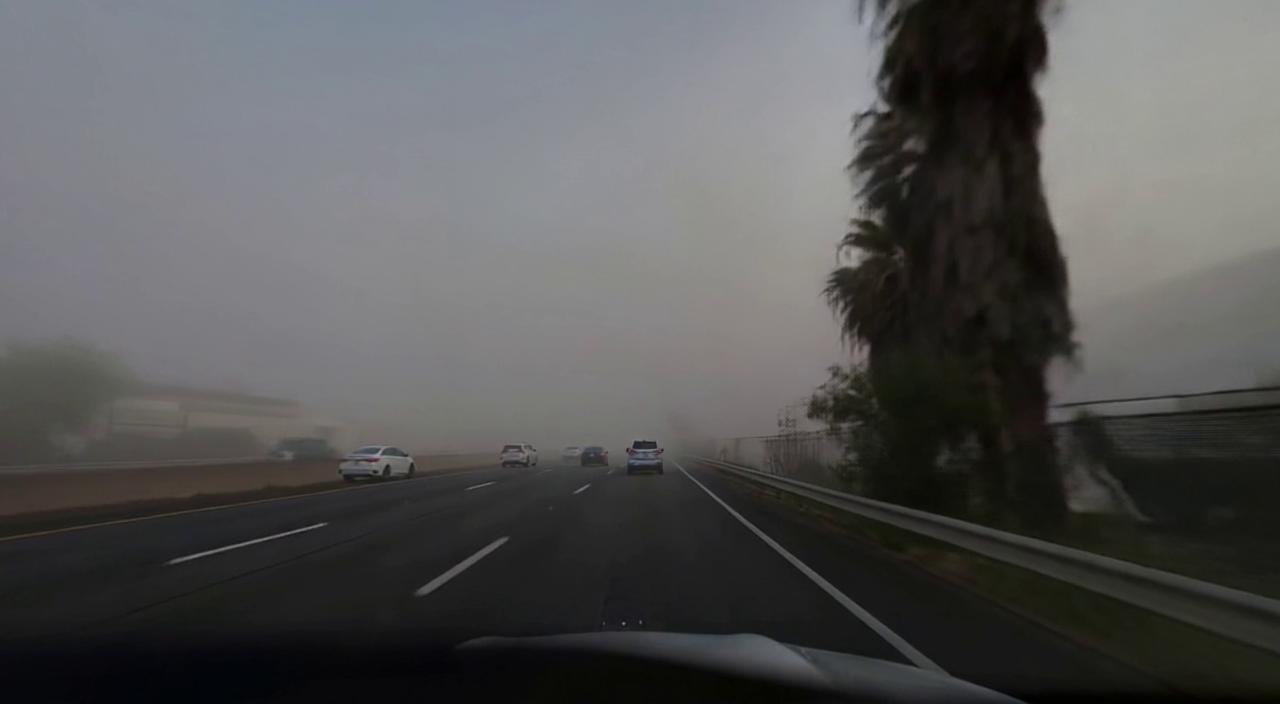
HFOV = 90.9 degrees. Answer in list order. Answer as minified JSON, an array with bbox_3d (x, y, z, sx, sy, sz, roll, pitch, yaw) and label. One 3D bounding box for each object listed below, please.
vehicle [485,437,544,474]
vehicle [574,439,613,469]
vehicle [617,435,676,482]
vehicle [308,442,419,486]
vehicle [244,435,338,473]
[{"bbox_3d":[-6.616,5.507,33.823,2.105,1.790,4.689,0,-8,2],"label":"vehicle"},{"bbox_3d":[-3.016,6.770,42.080,2.108,1.832,4.549,0,-8,2],"label":"vehicle"},{"bbox_3d":[0.248,4.177,24.975,2.136,1.678,4.052,0,-8,1],"label":"vehicle"},{"bbox_3d":[-10.416,4.231,24.264,1.910,1.501,5.004,0,-8,2],"label":"vehicle"},{"bbox_3d":[-20.689,6.038,37.749,2.304,2.072,5.532,0,-8,2],"label":"vehicle"}]
